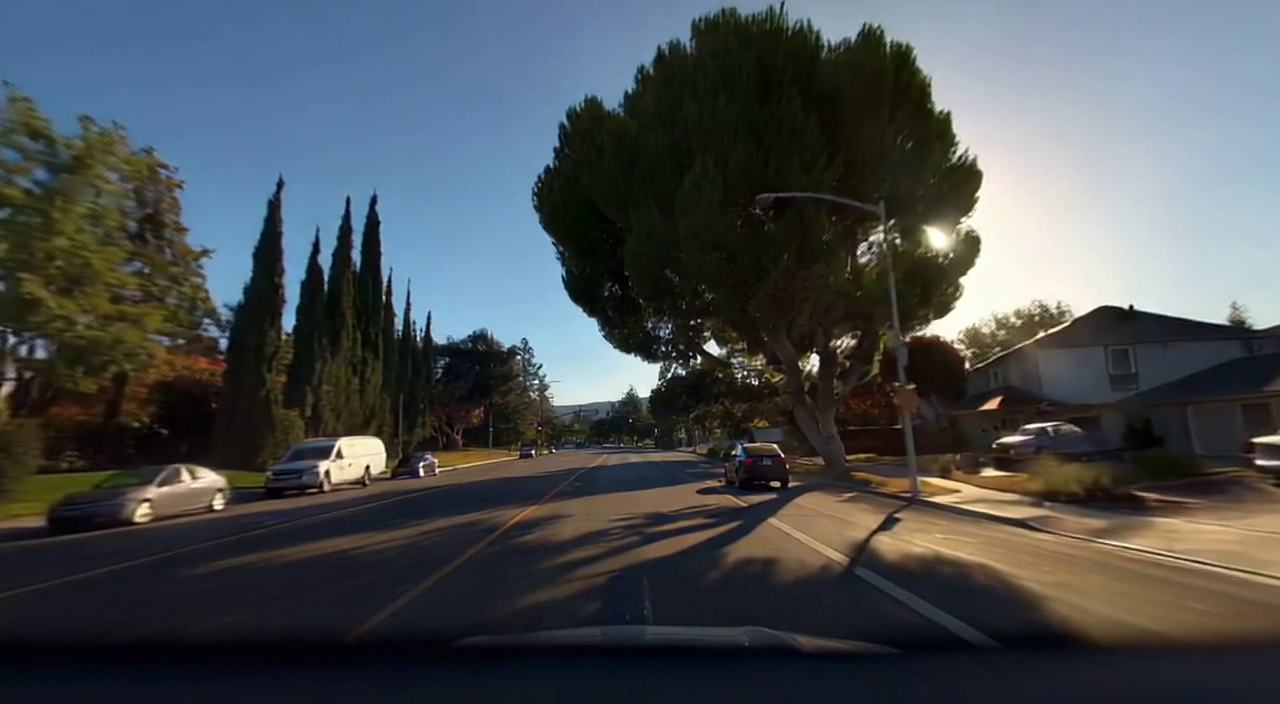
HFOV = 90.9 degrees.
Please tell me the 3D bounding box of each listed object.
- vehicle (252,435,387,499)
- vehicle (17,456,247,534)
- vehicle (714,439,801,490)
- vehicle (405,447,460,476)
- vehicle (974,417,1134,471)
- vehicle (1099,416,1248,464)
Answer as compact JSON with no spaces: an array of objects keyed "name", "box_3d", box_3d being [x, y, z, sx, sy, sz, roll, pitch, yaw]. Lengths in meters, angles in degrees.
[{"name":"vehicle","box_3d":[-11.783,4.248,23.775,2.180,1.953,5.787,-3,-8,-1]},{"name":"vehicle","box_3d":[-11.537,3.223,14.819,1.829,1.441,4.355,0,-8,-1]},{"name":"vehicle","box_3d":[3.787,3.701,21.156,1.956,1.492,4.425,0,-8,-1]},{"name":"vehicle","box_3d":[-12.038,6.360,36.800,1.911,1.524,4.256,0,-9,-2]},{"name":"vehicle","box_3d":[14.526,3.304,22.569,2.129,1.699,4.906,0,-9,-4]},{"name":"vehicle","box_3d":[19.503,3.265,23.288,1.785,1.569,3.933,0,-9,-6]}]
